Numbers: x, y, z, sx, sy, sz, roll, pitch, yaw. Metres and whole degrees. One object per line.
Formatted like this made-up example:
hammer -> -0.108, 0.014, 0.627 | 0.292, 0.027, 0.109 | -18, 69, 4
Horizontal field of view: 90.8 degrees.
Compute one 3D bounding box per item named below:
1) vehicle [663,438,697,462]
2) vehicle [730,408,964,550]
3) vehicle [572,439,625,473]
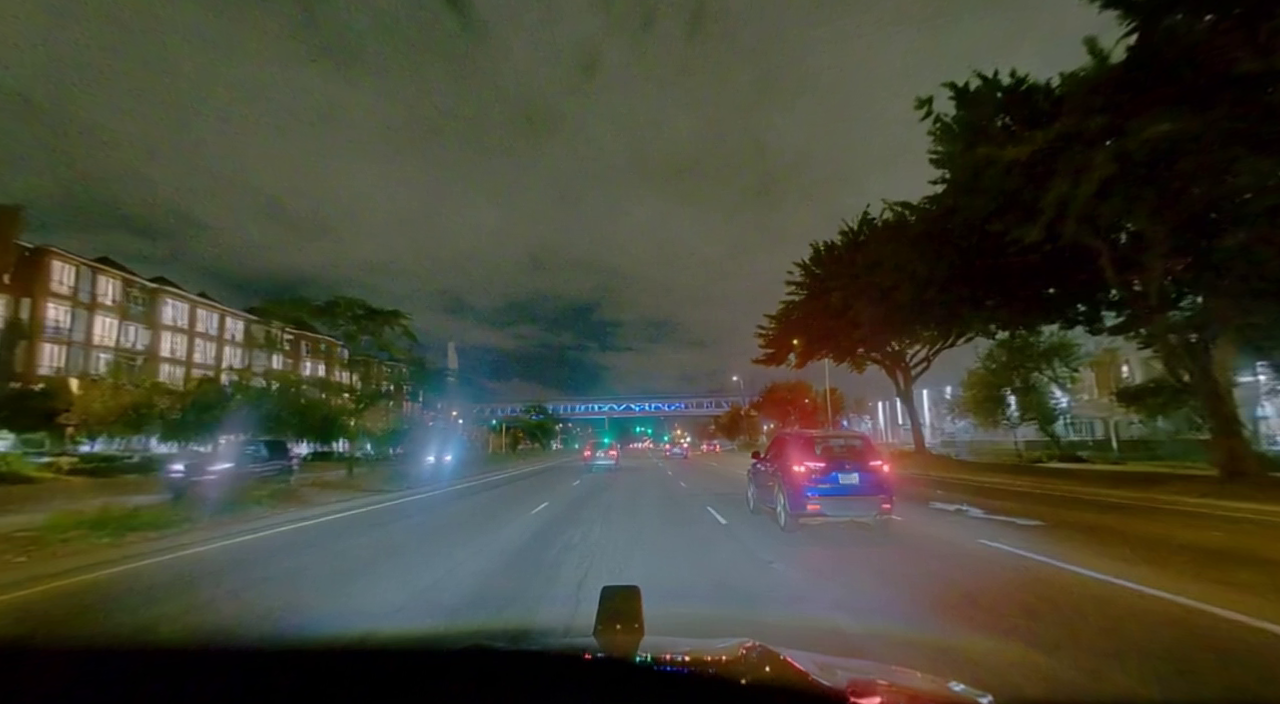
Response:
vehicle -> 2.988, 7.430, 48.097 | 2.165, 1.708, 3.928 | 0, -8, -2
vehicle -> 2.910, 1.920, 10.247 | 2.130, 1.741, 4.665 | 0, -8, -1
vehicle -> -1.924, 5.035, 30.794 | 2.173, 1.498, 4.528 | 0, -8, 1
